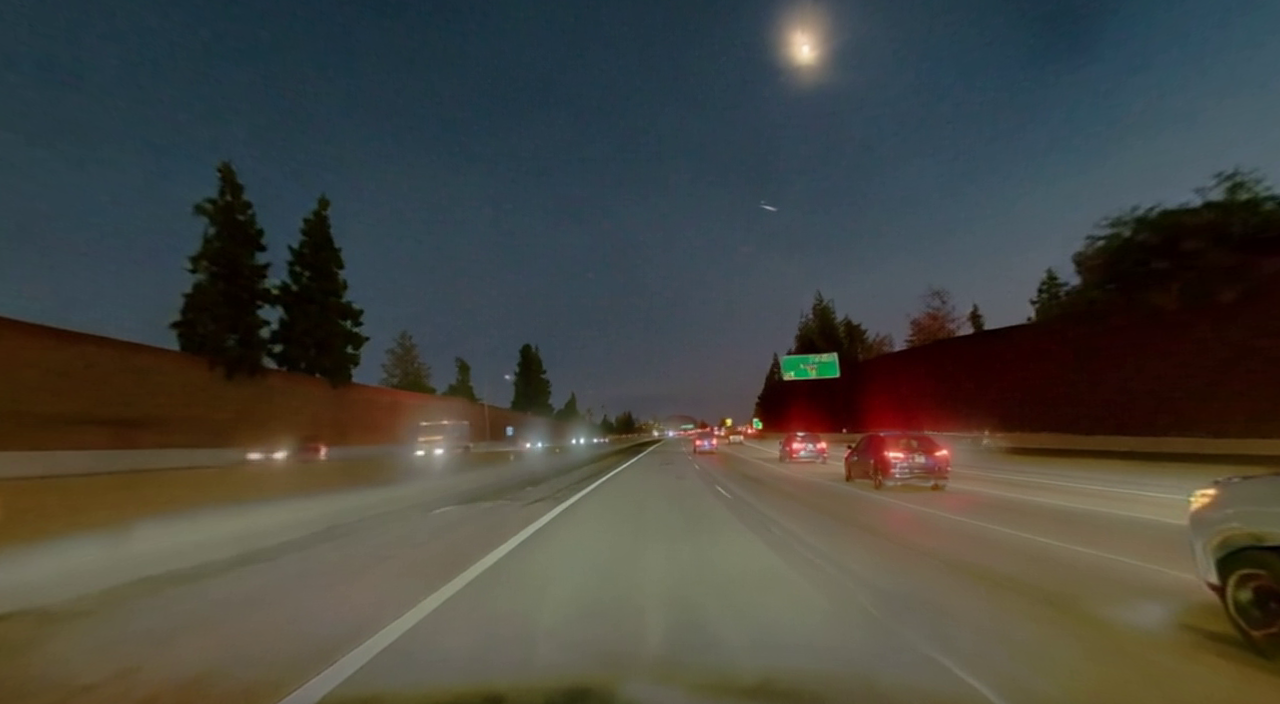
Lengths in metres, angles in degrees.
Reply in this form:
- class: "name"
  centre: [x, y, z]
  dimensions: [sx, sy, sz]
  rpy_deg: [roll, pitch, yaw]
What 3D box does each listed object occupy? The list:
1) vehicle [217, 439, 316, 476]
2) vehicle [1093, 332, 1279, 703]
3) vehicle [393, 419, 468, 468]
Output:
- class: "vehicle"
  centre: [-17.802, 5.037, 30.366]
  dimensions: [1.984, 1.635, 4.627]
  rpy_deg: [0, -8, -1]
- class: "vehicle"
  centre: [3.829, 0.617, 1.405]
  dimensions: [2.190, 1.783, 4.637]
  rpy_deg: [0, -8, 1]
- class: "vehicle"
  centre: [-12.655, 5.634, 38.648]
  dimensions: [2.503, 2.743, 5.712]
  rpy_deg: [0, -8, 1]
